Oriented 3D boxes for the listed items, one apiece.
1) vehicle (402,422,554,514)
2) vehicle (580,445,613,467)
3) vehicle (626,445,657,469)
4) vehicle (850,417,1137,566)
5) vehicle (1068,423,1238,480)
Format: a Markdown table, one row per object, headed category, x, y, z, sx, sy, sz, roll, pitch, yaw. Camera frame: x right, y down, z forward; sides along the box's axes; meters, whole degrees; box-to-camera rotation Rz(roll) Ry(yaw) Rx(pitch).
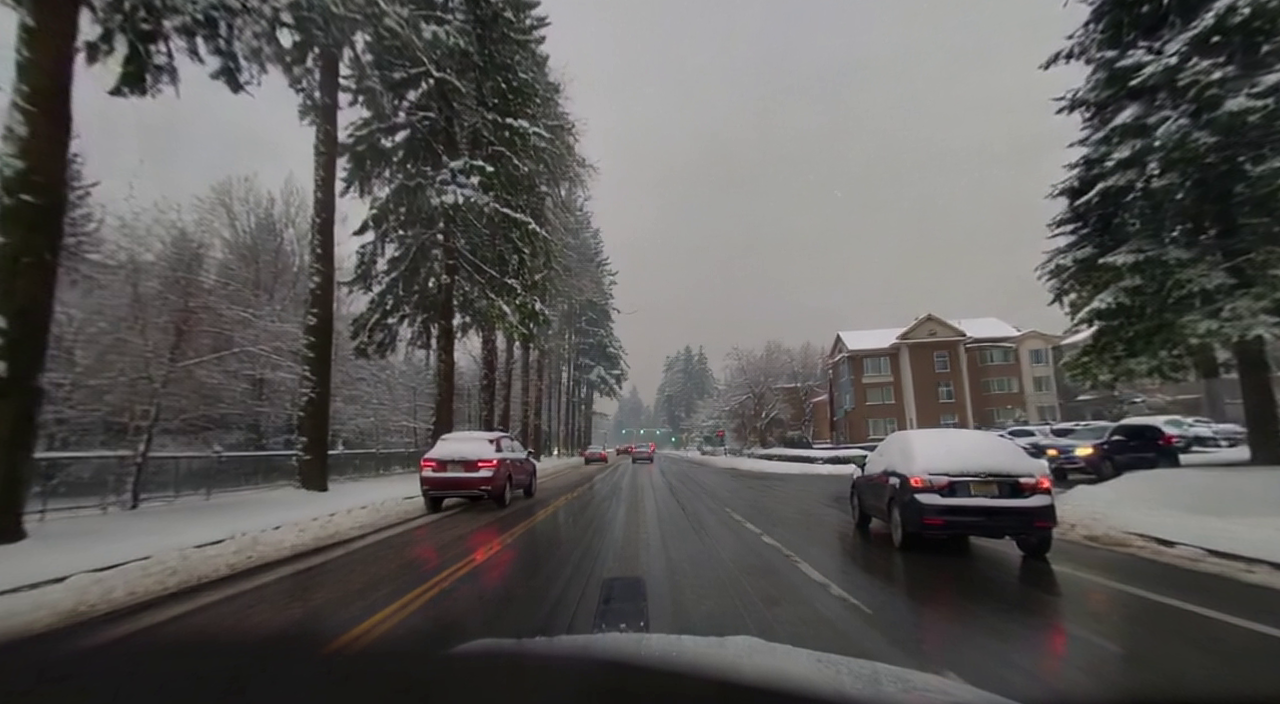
| category | x | y | z | sx | sy | sz | roll | pitch | yaw |
| --- | --- | --- | --- | --- | --- | --- | --- | --- | --- |
| vehicle | -3.591 | 2.700 | 15.143 | 2.216 | 1.828 | 4.886 | 0 | -9 | 2 |
| vehicle | -3.267 | 7.891 | 48.129 | 2.091 | 1.548 | 4.604 | 0 | -9 | 2 |
| vehicle | 0.144 | 7.047 | 42.406 | 1.940 | 1.501 | 4.133 | 0 | -9 | 1 |
| vehicle | 4.563 | 1.839 | 9.082 | 1.969 | 1.593 | 4.293 | -1 | -9 | 6 |
| vehicle | 16.144 | 3.108 | 19.858 | 4.735 | 1.597 | 1.950 | 3 | -9 | -22 |
